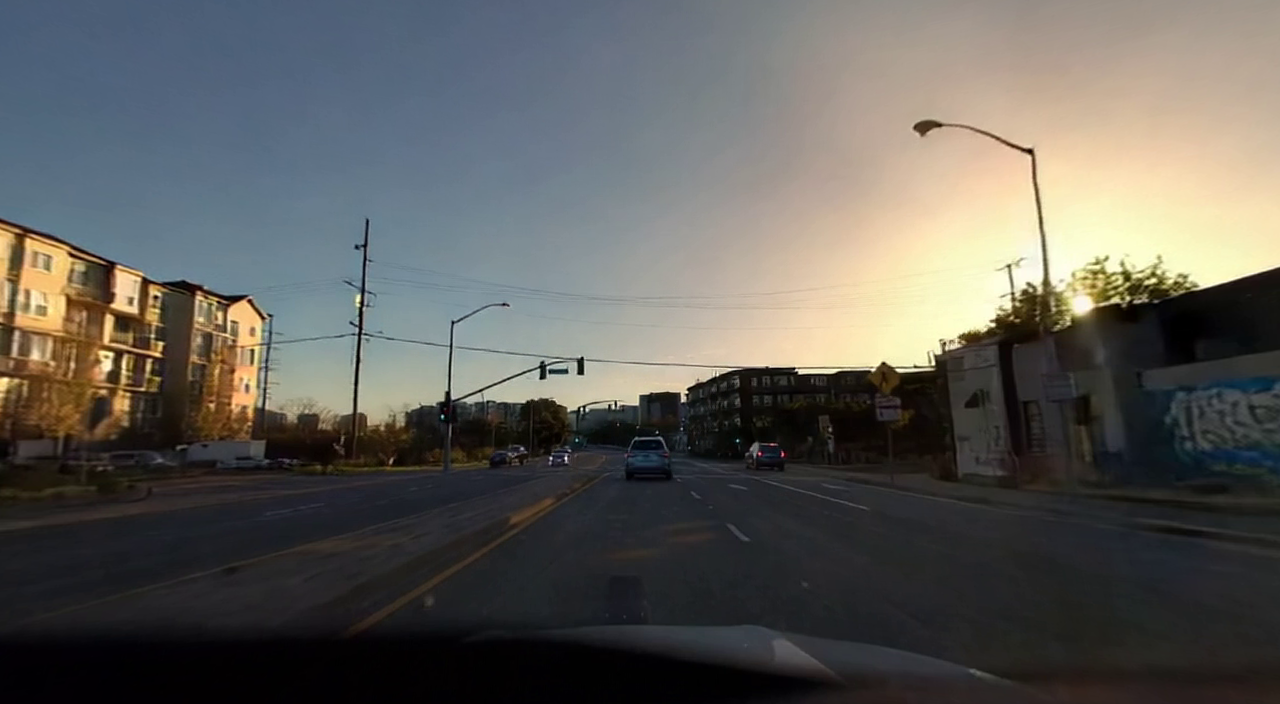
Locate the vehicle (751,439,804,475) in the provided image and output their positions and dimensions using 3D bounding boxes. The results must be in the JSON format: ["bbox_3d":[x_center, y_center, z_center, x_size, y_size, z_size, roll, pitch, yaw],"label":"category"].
[{"bbox_3d":[7.316,5.602,33.885,1.952,1.749,4.311,0,-8,2],"label":"vehicle"}]

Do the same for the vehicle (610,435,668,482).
[{"bbox_3d":[-0.029,4.381,26.286,2.160,1.786,4.702,0,-8,0],"label":"vehicle"}]
